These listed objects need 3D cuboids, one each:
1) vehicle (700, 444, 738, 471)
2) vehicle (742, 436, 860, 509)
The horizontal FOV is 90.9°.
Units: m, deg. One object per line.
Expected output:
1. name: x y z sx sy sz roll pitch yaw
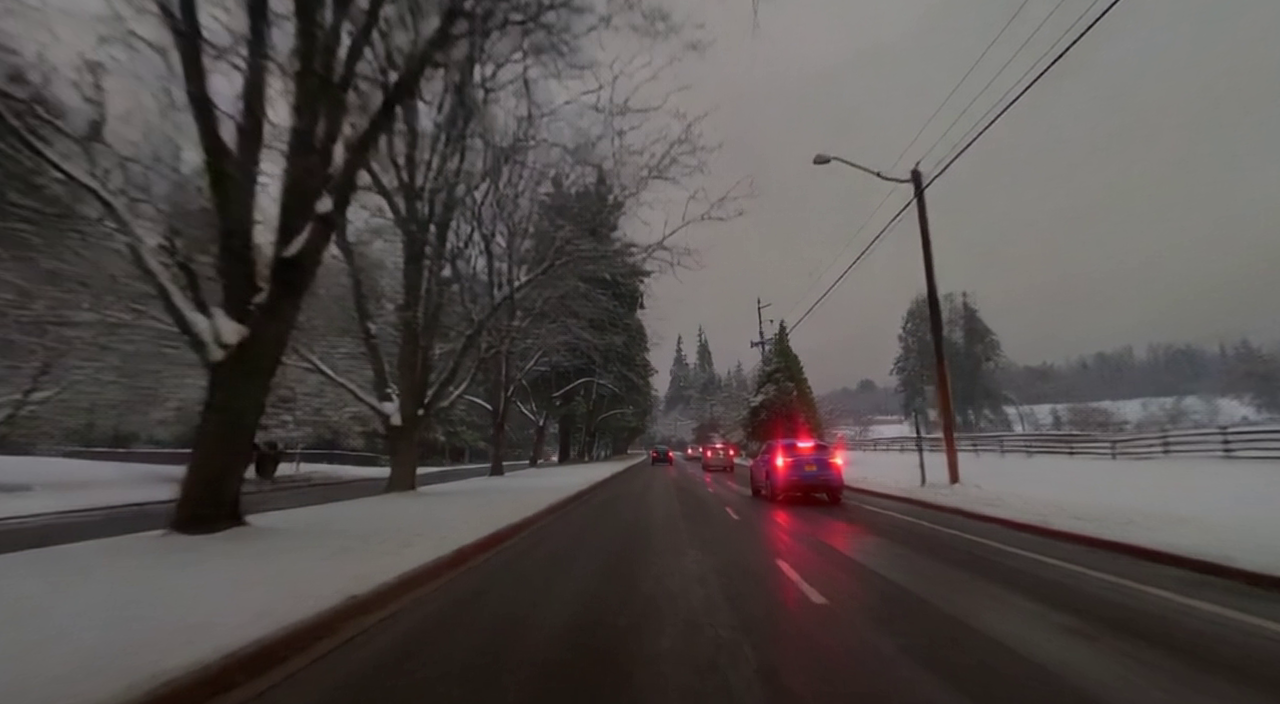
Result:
1. vehicle: 5.175 6.971 41.826 2.110 1.666 3.912 0 -8 2
2. vehicle: 3.996 3.034 16.416 2.052 1.639 4.123 0 -8 1
